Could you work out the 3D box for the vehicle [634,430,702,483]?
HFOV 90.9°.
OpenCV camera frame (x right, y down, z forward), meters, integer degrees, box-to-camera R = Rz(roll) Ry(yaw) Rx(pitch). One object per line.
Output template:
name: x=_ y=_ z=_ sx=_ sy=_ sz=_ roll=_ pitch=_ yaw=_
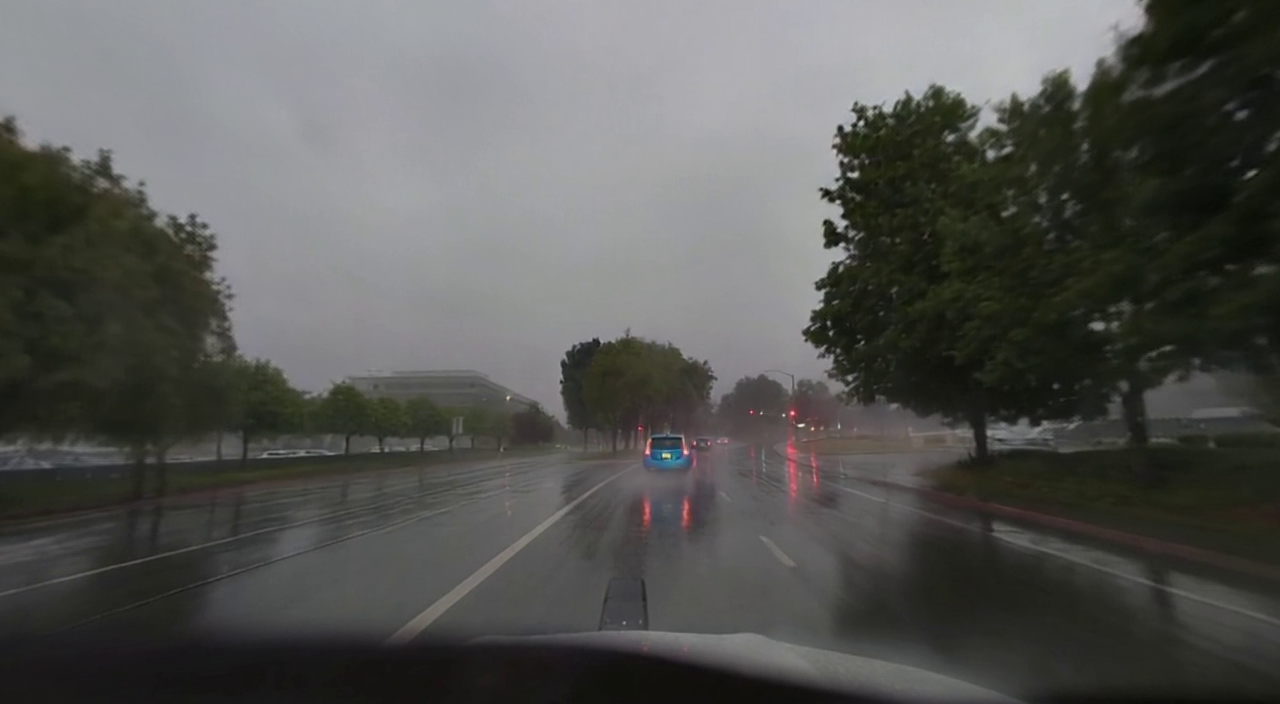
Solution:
vehicle: x=0.963 y=3.360 z=20.580 sx=2.010 sy=1.535 sz=3.735 roll=-1 pitch=-8 yaw=4
